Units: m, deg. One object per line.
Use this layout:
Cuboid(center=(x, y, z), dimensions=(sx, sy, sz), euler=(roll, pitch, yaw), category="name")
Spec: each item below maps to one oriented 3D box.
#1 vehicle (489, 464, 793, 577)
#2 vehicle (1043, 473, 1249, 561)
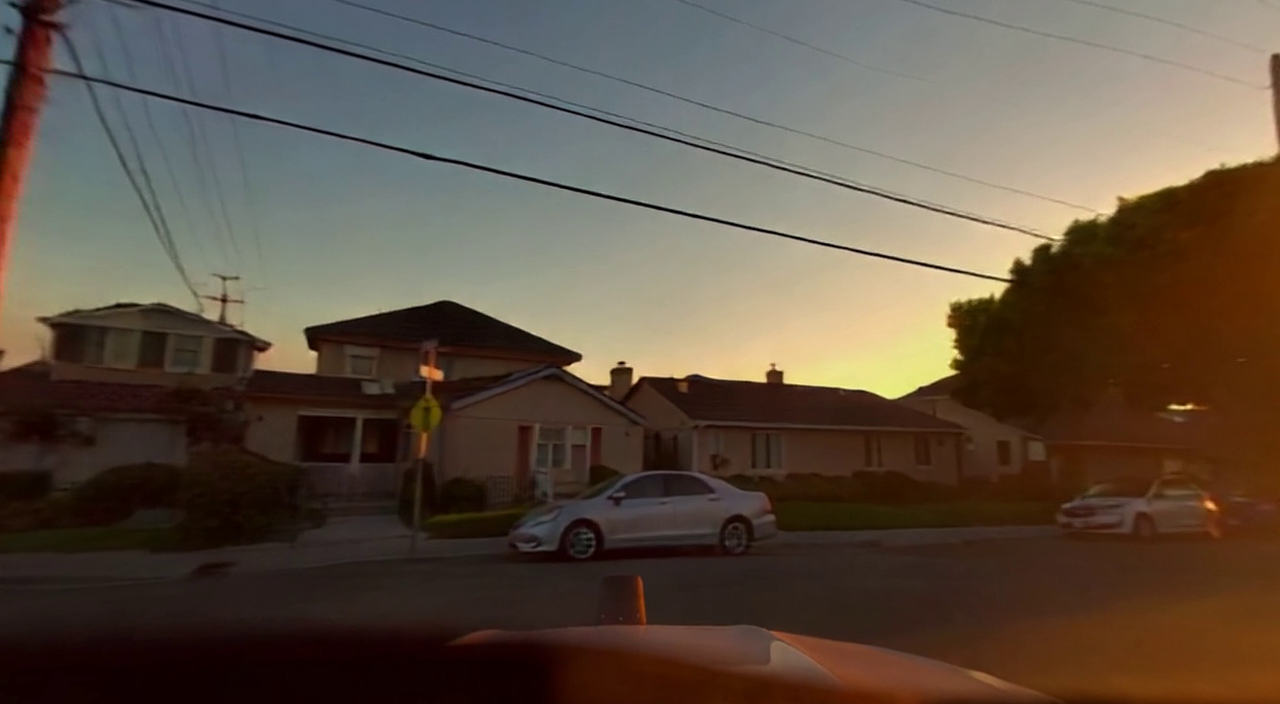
Cuboid(center=(0.033, 2.568, 10.078), dimensions=(4.469, 1.391, 1.746), euler=(4, -13, -25), category="vehicle")
Cuboid(center=(12.205, 3.848, 15.242), dimensions=(4.442, 1.675, 1.909), euler=(4, -10, -24), category="vehicle")
